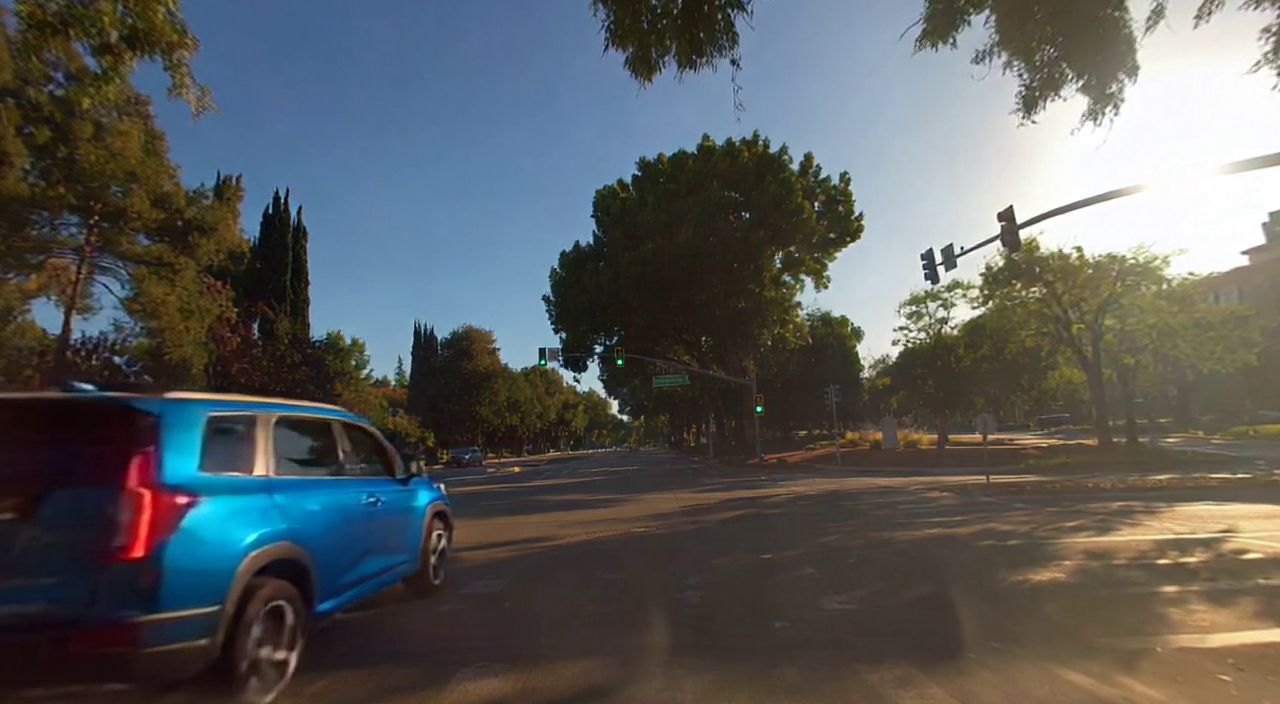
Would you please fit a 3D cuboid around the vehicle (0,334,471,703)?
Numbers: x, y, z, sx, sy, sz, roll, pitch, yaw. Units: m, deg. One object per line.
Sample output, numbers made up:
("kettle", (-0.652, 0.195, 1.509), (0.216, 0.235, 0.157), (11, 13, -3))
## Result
("vehicle", (-3.009, 1.141, 4.726), (2.123, 1.799, 4.425), (0, -8, 2))
